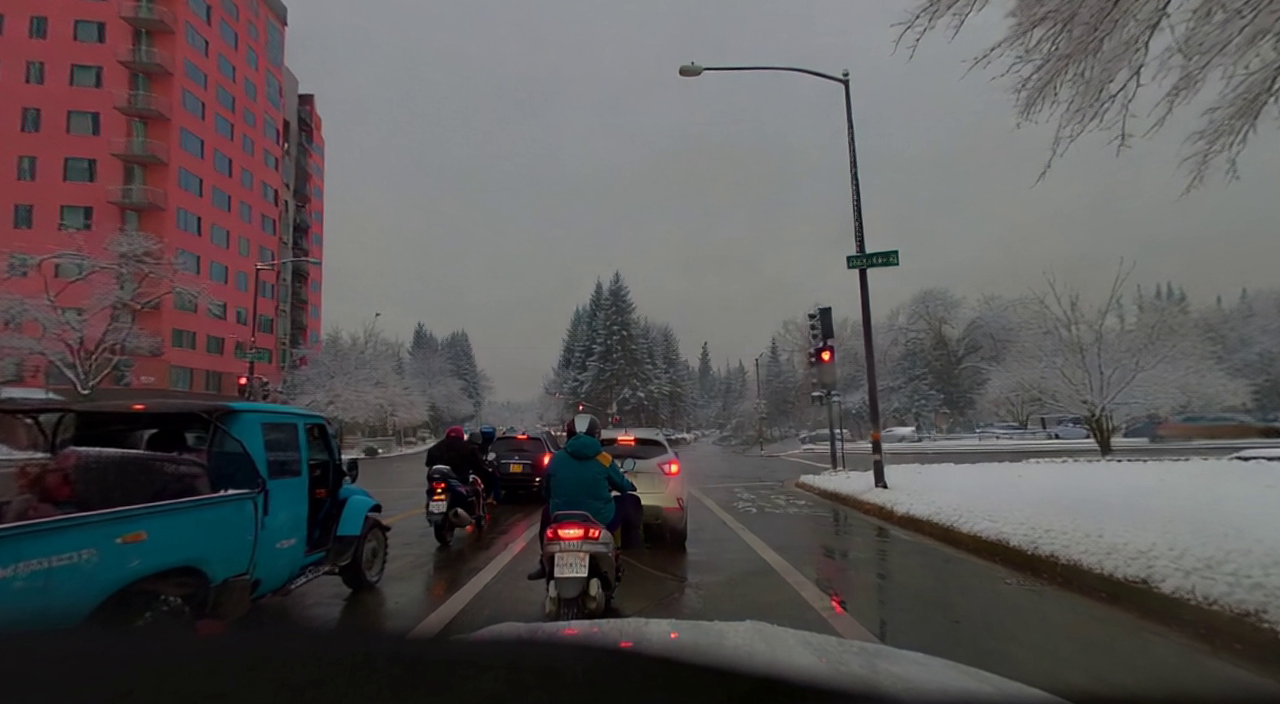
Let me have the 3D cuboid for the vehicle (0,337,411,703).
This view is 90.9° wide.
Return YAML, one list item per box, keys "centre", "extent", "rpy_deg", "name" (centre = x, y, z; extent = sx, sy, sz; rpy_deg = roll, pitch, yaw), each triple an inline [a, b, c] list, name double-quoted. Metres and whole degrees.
- centre: [-3.586, 1.156, 4.542]
  extent: [2.000, 1.809, 4.855]
  rpy_deg: [0, -9, 1]
  name: "vehicle"

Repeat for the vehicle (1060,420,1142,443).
- centre: [30.795, 5.333, 42.157]
  extent: [1.751, 1.420, 4.027]
  rpy_deg: [8, -12, -43]
  name: "vehicle"

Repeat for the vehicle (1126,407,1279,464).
- centre: [20.782, 2.982, 22.302]
  extent: [2.016, 1.840, 5.226]
  rpy_deg: [7, -11, -41]
  name: "vehicle"

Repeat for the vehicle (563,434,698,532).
- centre: [-0.103, 2.297, 11.621]
  extent: [2.025, 1.458, 4.085]
  rpy_deg: [-1, -9, 1]
  name: "vehicle"

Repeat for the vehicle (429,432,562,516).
- centre: [-3.096, 2.706, 14.441]
  extent: [1.935, 1.615, 4.073]
  rpy_deg: [-1, -9, 2]
  name: "vehicle"
